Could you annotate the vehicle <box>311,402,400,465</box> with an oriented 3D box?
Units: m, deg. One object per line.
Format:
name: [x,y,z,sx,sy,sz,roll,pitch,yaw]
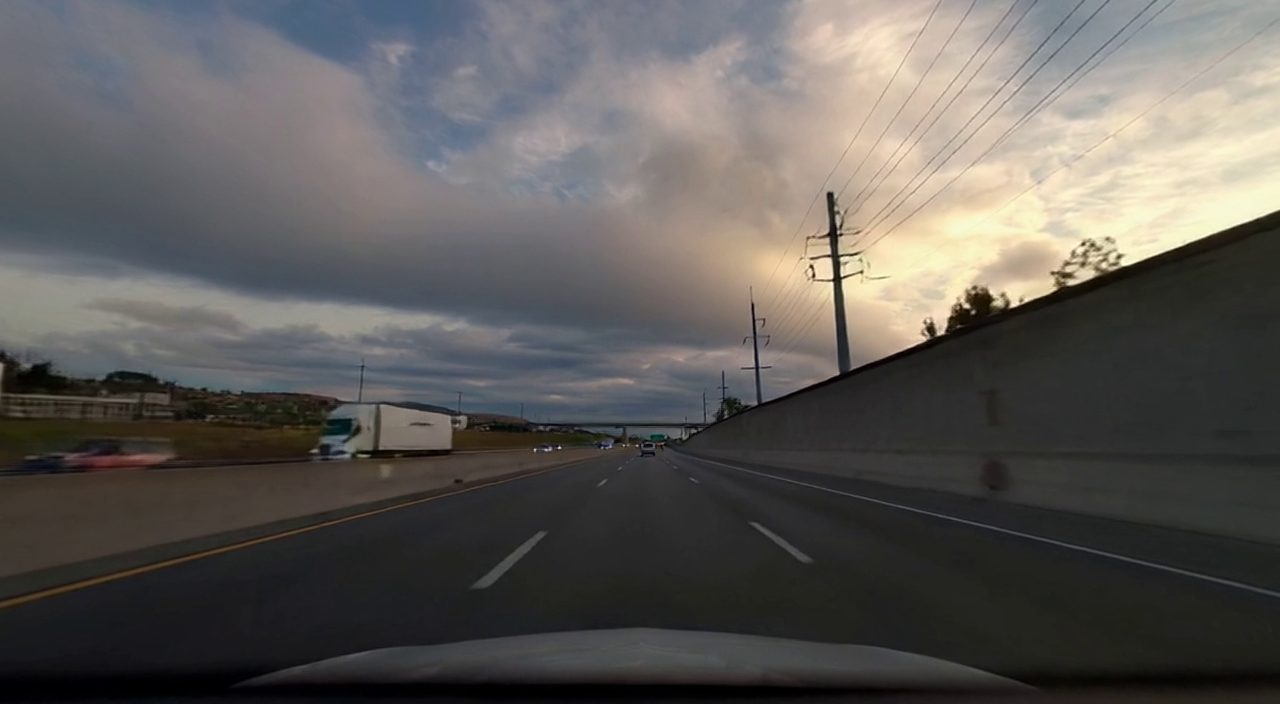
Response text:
vehicle: [-18.958,5.559,42.496,3.013,3.943,5.919,0,-9,1]
